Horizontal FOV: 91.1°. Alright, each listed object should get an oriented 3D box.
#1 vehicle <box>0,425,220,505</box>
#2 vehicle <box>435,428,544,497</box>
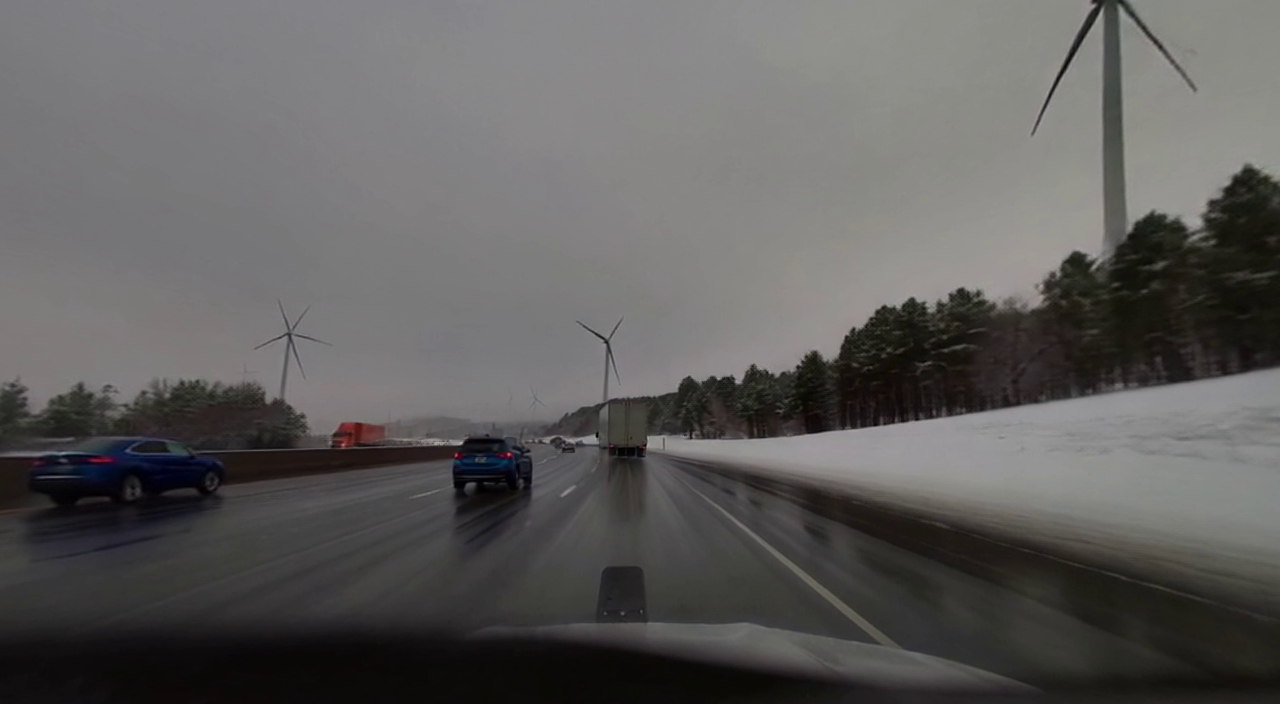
[{"bbox_3d":[-14.822,3.054,17.558,2.285,1.835,5.672,0,-8,-1],"label":"vehicle"},{"bbox_3d":[-4.003,3.001,17.396,2.109,1.684,3.783,0,-8,0],"label":"vehicle"}]
